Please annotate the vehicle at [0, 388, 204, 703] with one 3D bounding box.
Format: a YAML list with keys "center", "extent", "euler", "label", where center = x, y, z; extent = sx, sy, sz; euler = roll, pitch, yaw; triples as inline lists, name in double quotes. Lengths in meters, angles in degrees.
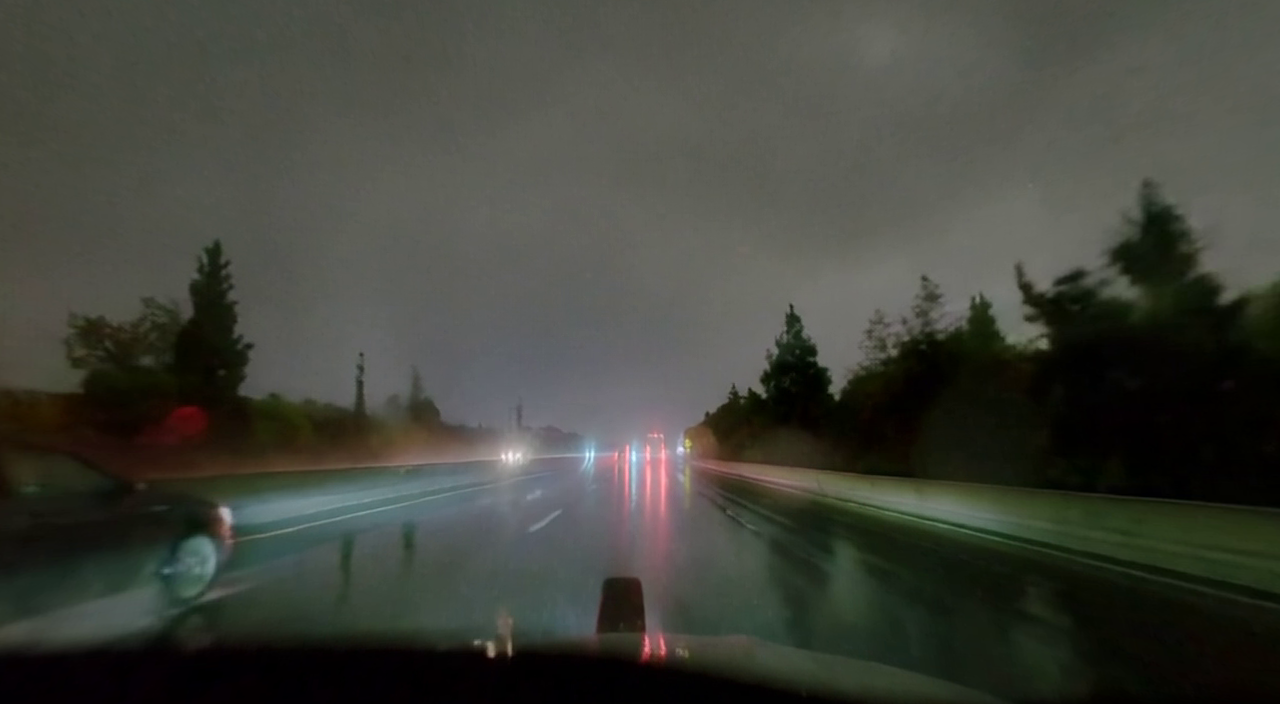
- center: [-4.158, 0.881, 2.434]
  extent: [2.035, 1.595, 4.022]
  euler: [0, -9, 0]
  label: "vehicle"
